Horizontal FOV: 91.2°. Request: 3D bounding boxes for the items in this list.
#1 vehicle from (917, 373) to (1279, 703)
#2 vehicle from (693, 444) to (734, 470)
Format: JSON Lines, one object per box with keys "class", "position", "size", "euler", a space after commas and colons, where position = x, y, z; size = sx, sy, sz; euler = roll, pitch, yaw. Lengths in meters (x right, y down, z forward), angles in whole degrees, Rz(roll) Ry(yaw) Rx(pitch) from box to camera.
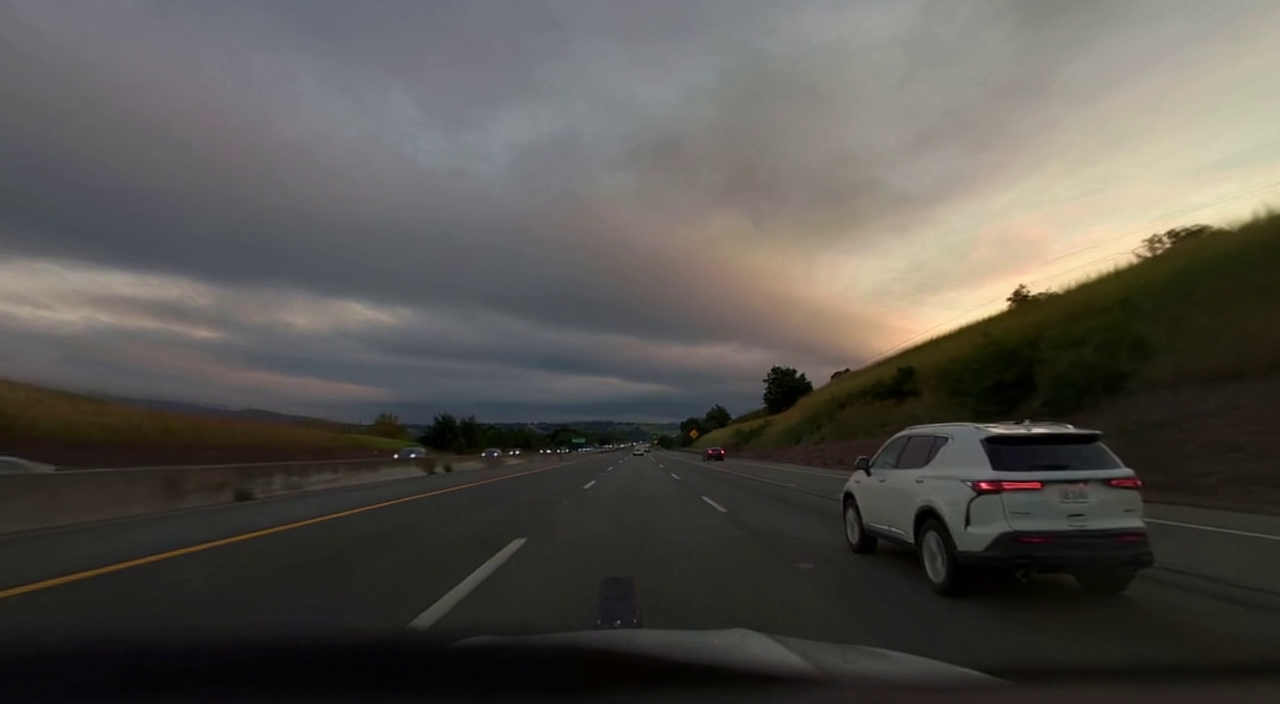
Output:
{"class": "vehicle", "position": [3.430, 1.113, 3.506], "size": [1.784, 1.733, 4.141], "euler": [0, -9, -1]}
{"class": "vehicle", "position": [4.973, 7.178, 43.015], "size": [2.006, 1.652, 4.417], "euler": [0, -9, -3]}
